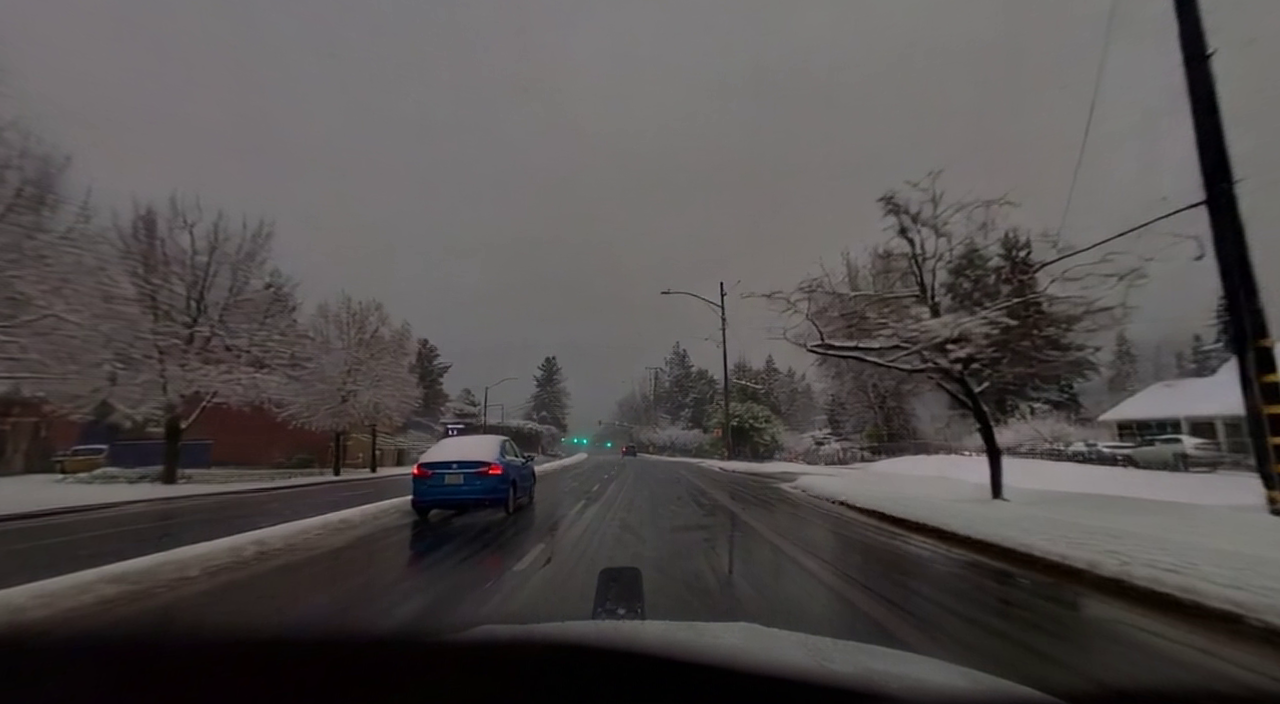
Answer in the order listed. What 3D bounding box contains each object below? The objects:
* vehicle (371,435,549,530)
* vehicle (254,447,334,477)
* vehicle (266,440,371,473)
[{"bbox_3d":[-3.163,2.389,12.170,2.113,1.493,4.222,0,-9,1],"label":"vehicle"},{"bbox_3d":[-20.069,6.392,36.744,3.670,1.486,1.735,-3,-10,-3],"label":"vehicle"},{"bbox_3d":[-20.207,6.598,39.921,5.385,1.975,2.195,0,-9,-1],"label":"vehicle"}]
